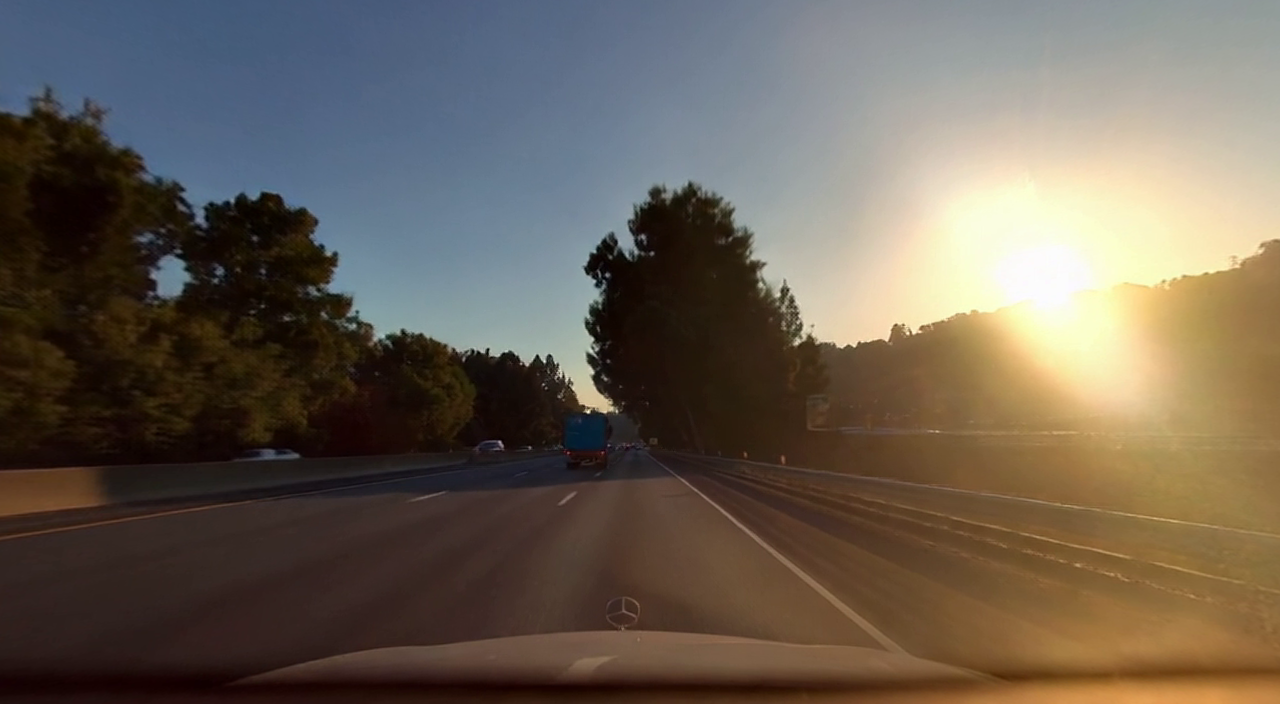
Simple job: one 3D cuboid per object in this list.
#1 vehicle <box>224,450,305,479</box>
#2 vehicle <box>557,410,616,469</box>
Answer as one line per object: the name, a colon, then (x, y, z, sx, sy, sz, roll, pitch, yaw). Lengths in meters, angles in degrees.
vehicle: (-21.334, 6.382, 36.086, 1.915, 1.525, 4.408, 0, -9, 0)
vehicle: (-3.191, 5.563, 39.910, 2.874, 3.309, 8.208, 0, -8, 1)
